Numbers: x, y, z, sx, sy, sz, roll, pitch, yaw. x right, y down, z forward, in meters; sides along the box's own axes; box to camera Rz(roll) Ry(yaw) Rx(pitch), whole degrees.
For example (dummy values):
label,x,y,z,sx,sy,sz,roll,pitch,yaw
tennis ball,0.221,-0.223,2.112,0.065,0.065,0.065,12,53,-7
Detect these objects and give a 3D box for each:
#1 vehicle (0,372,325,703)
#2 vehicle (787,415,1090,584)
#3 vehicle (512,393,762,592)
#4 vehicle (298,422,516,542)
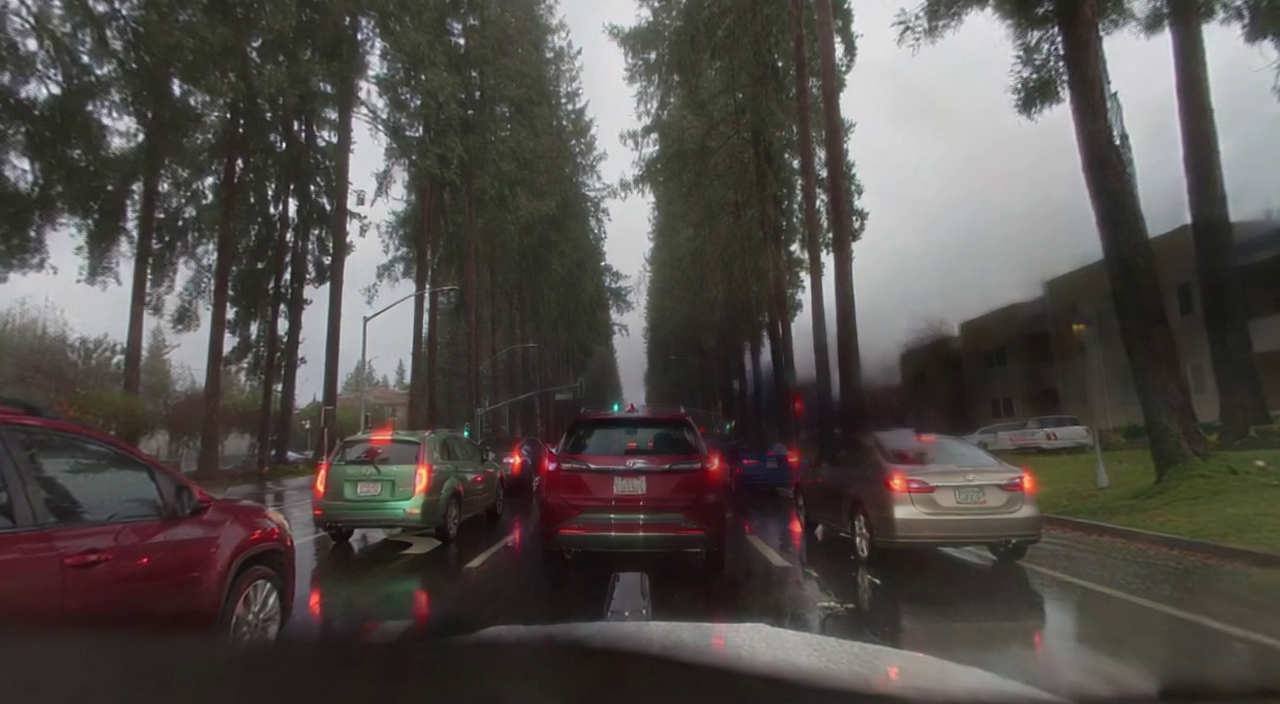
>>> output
label,x,y,z,sx,sy,sz,roll,pitch,yaw
vehicle,-3.780,0.995,3.308,1.929,1.641,4.193,0,-8,2
vehicle,3.267,1.672,7.864,1.922,1.579,3.642,0,-8,-1
vehicle,-0.004,1.538,7.652,2.193,1.744,4.033,0,-8,1
vehicle,-3.654,2.117,10.926,2.042,1.641,4.314,0,-8,1
